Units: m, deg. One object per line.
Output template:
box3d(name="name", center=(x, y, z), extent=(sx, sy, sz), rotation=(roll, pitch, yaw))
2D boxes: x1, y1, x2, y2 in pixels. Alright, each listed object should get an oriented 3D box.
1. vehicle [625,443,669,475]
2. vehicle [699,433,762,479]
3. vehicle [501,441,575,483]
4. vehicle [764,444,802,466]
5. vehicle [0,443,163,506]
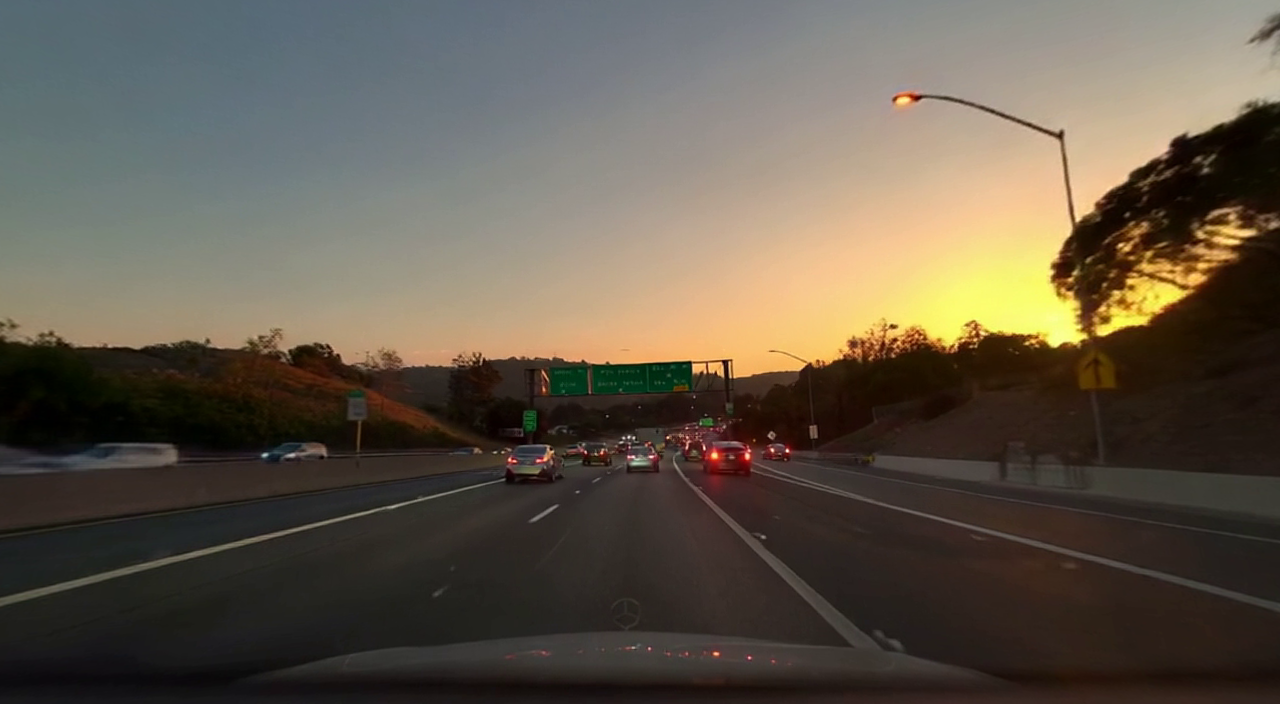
box3d(name="vehicle", center=(0.366, 5.297, 31.378), extent=(2.071, 1.478, 4.130), rotation=(0, -9, 1))
box3d(name="vehicle", center=(3.704, 4.366, 26.604), extent=(2.045, 1.768, 4.249), rotation=(0, -9, 1))
box3d(name="vehicle", center=(-3.885, 4.288, 24.779), extent=(1.996, 1.488, 4.451), rotation=(0, -9, 3))
box3d(name="vehicle", center=(10.135, 7.337, 44.964), extent=(1.971, 1.464, 4.357), rotation=(-1, -9, 3))
box3d(name="vehicle", center=(-16.656, 3.448, 18.212), extent=(1.935, 1.541, 4.729), rotation=(0, -9, 1))
